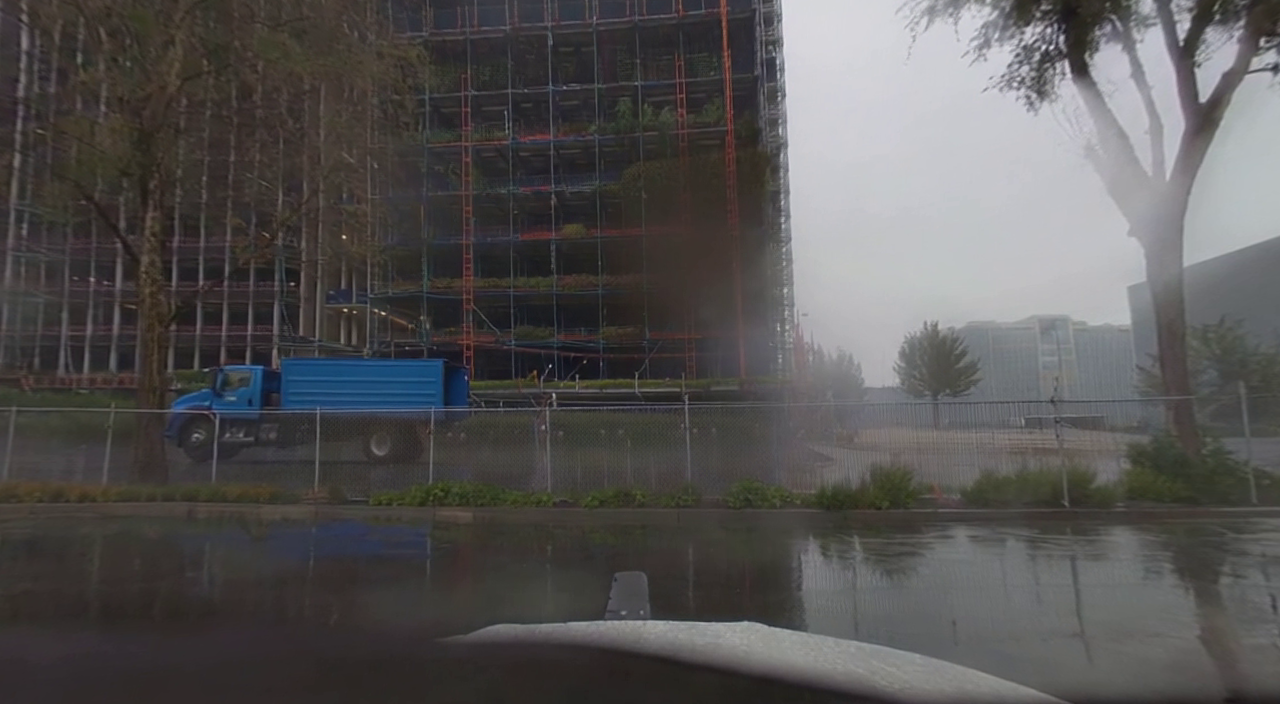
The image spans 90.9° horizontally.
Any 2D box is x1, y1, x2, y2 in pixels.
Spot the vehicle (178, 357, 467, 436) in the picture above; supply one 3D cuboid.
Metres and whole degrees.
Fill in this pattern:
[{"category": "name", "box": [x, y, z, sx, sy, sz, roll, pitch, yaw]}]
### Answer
[{"category": "vehicle", "box": [-17.166, 2.615, 35.226, 14.067, 4.099, 2.832, 1, -9, -7]}]
